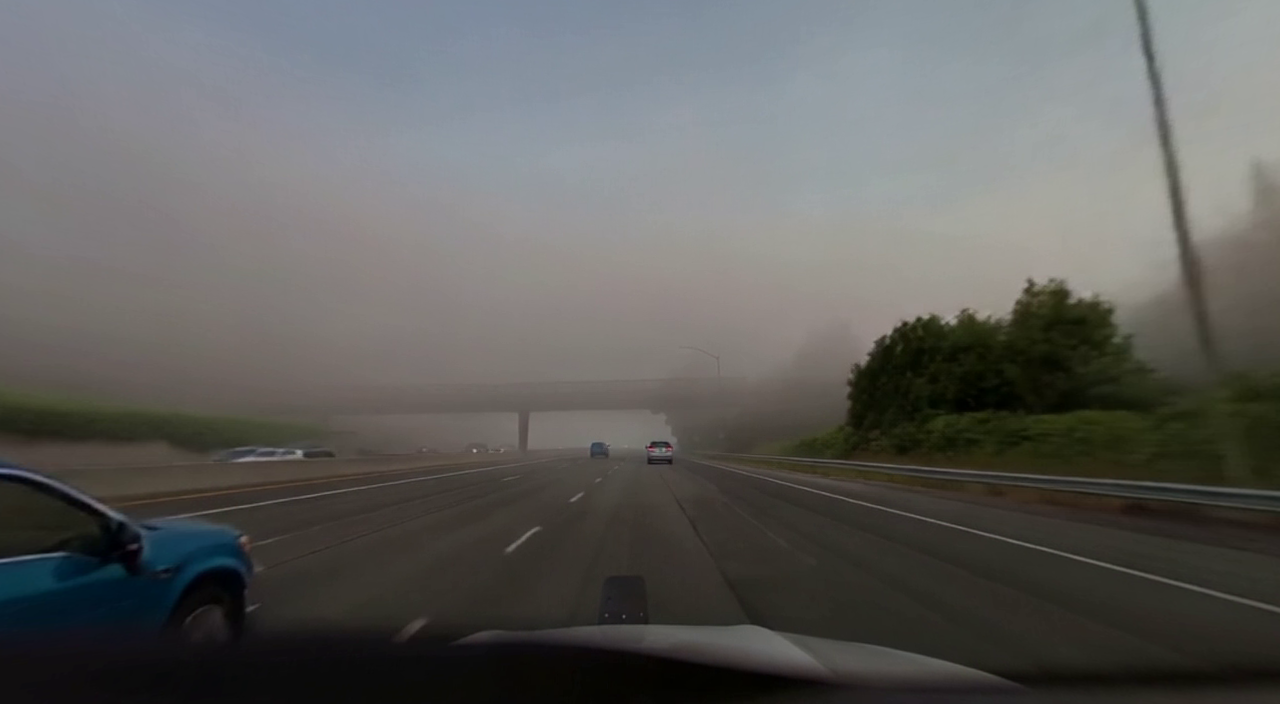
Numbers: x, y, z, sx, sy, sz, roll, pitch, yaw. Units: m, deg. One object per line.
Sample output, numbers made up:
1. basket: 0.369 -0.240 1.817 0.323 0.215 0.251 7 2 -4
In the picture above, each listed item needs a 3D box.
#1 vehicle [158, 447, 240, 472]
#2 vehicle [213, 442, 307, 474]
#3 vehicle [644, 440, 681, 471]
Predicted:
1. vehicle: -26.574 6.458 38.197 1.842 1.430 4.330 0 -8 1
2. vehicle: -19.968 5.567 33.398 2.113 1.559 4.495 0 -8 1
3. vehicle: 1.259 5.929 36.500 2.010 1.637 4.940 0 -8 1
